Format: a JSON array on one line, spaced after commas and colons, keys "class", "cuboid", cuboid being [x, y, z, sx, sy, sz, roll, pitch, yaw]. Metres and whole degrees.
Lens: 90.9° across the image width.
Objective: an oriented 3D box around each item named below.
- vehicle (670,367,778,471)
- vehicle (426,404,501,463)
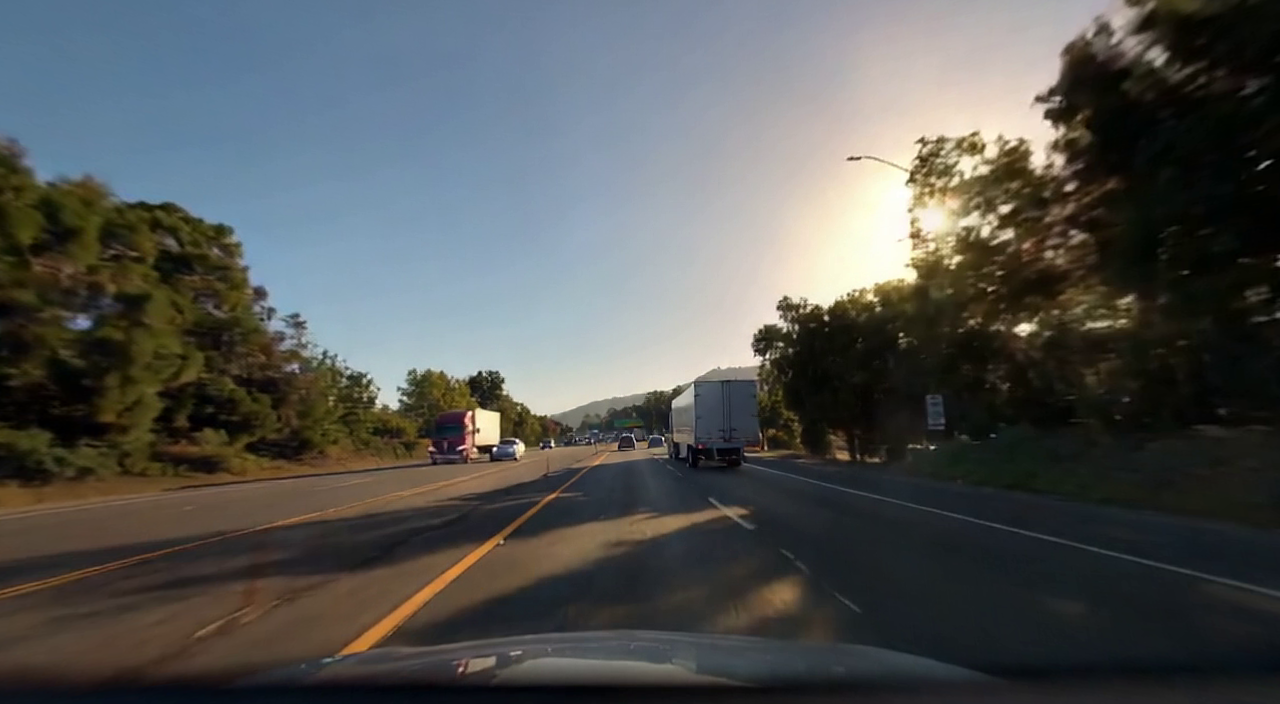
[{"class": "vehicle", "cuboid": [3.549, 3.487, 31.146, 3.038, 3.975, 13.887, 0, -8, -1]}, {"class": "vehicle", "cuboid": [-13.207, 6.265, 48.196, 2.952, 4.048, 10.005, 0, -8, -1]}]
